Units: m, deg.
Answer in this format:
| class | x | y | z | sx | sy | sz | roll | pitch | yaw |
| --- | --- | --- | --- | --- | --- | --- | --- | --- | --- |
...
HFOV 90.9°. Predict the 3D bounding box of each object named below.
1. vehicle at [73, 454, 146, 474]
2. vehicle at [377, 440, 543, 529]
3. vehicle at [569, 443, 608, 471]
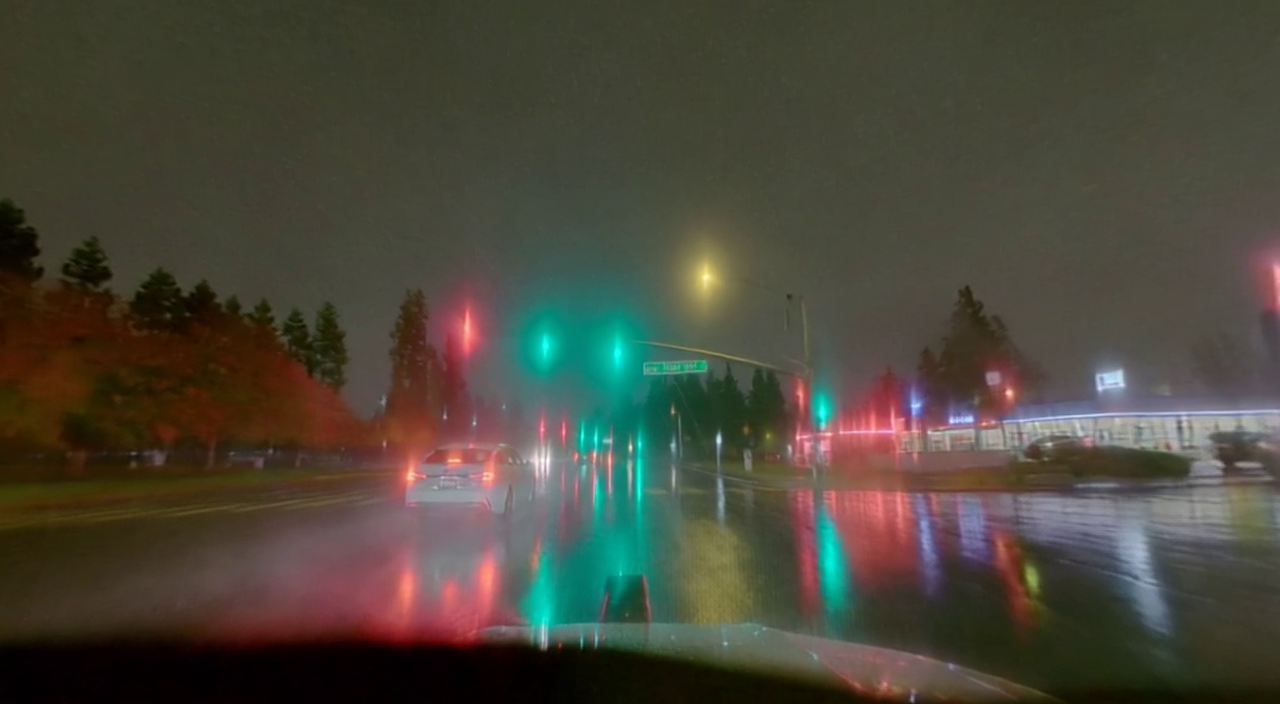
| class | x | y | z | sx | sy | sz | roll | pitch | yaw |
| --- | --- | --- | --- | --- | --- | --- | --- | --- | --- |
| vehicle | -40.633 | 8.541 | 48.396 | 1.716 | 1.438 | 4.412 | 0 | -9 | 0 |
| vehicle | -3.368 | 2.550 | 12.840 | 2.018 | 1.477 | 4.401 | 0 | -8 | 1 |
| vehicle | -3.240 | 6.743 | 40.704 | 2.109 | 1.692 | 4.220 | 0 | -8 | 1 |
